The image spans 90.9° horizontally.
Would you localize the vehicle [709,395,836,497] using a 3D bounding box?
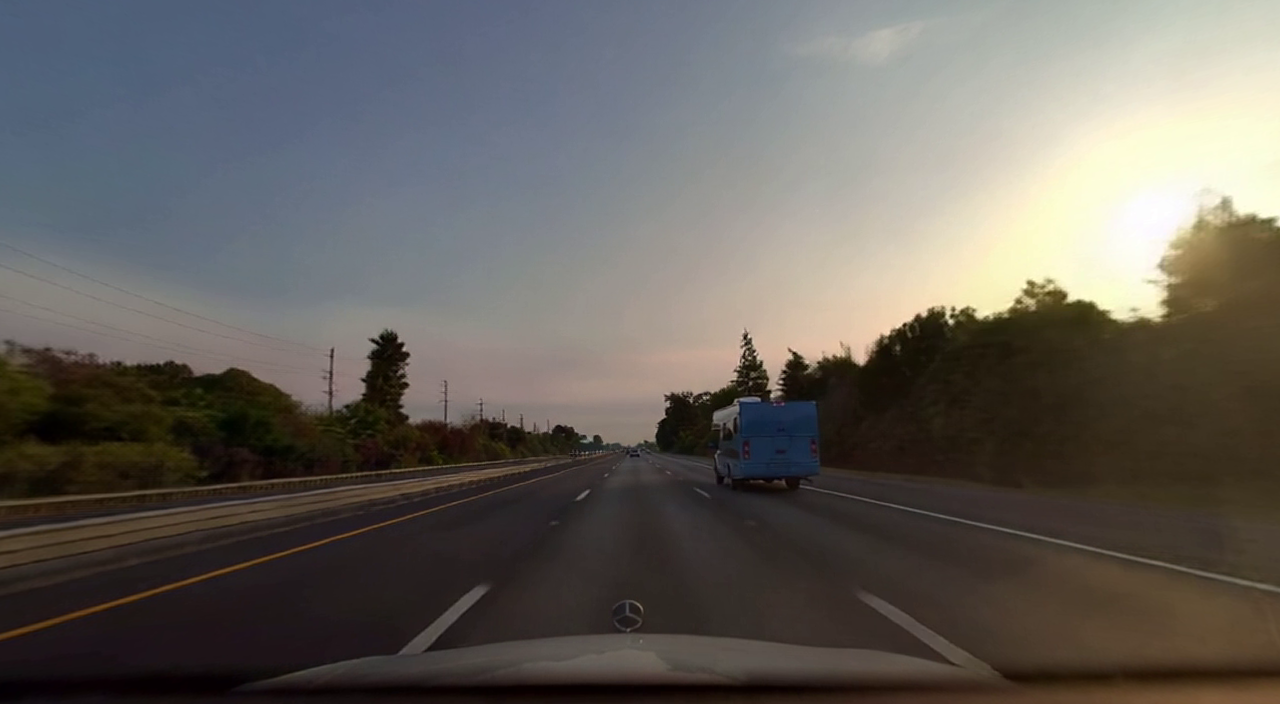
[{"bbox_3d":[3.967,3.057,20.430,2.556,2.763,6.287,0,-9,-2],"label":"vehicle"}]
